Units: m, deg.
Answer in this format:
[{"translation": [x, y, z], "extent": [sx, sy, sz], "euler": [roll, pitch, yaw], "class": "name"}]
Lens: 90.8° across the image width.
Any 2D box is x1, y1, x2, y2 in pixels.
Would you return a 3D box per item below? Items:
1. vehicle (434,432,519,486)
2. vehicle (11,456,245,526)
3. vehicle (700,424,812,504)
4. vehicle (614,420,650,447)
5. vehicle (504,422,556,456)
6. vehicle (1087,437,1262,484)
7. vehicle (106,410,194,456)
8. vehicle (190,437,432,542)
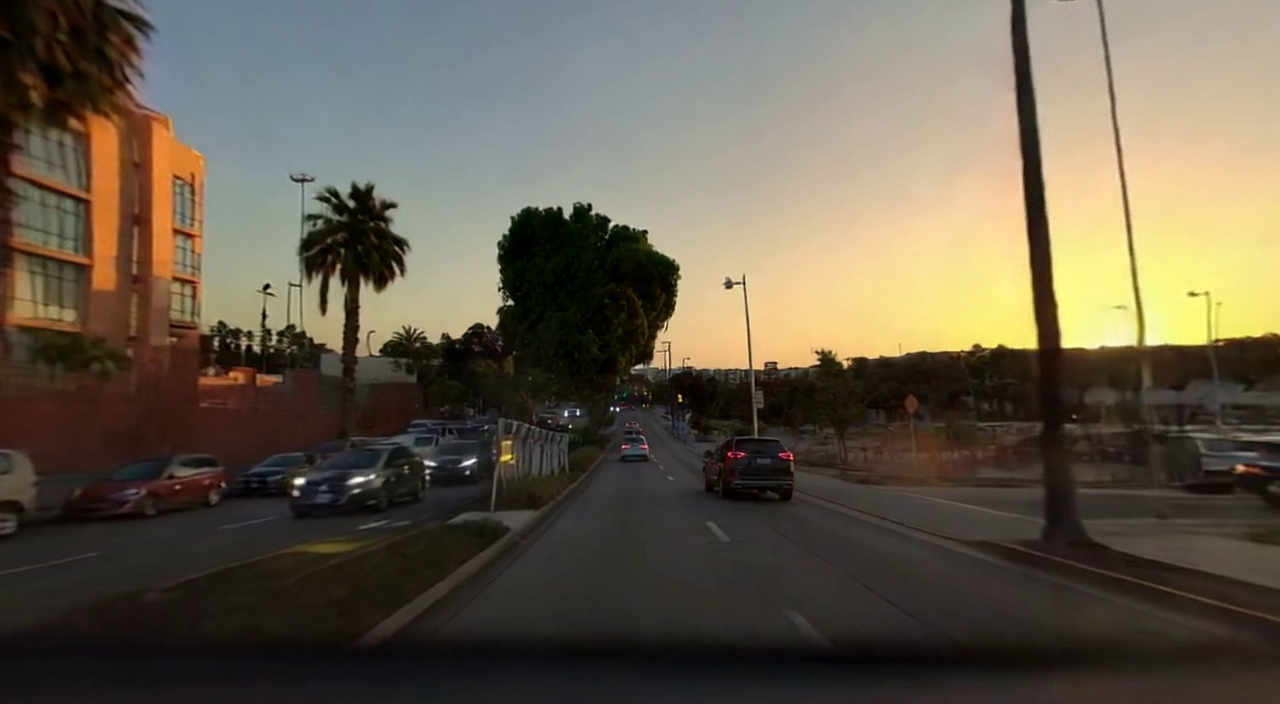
[{"translation": [-6.248, 4.144, 24.802], "extent": [2.138, 1.858, 4.788], "euler": [0, -8, -1], "class": "vehicle"}, {"translation": [-12.095, 3.275, 15.449], "extent": [2.019, 1.345, 4.444], "euler": [0, -8, 0], "class": "vehicle"}, {"translation": [2.939, 2.952, 17.036], "extent": [1.995, 1.858, 4.333], "euler": [0, -8, -3], "class": "vehicle"}, {"translation": [-0.582, 5.312, 40.926], "extent": [2.196, 1.655, 3.939], "euler": [0, -8, -3], "class": "vehicle"}, {"translation": [-6.385, 5.172, 37.294], "extent": [2.295, 1.837, 4.680], "euler": [0, -8, -1], "class": "vehicle"}, {"translation": [20.327, 4.117, 24.212], "extent": [4.540, 1.386, 2.337], "euler": [-4, -9, -1], "class": "vehicle"}, {"translation": [-21.635, 3.561, 27.873], "extent": [3.716, 1.517, 1.826], "euler": [3, -7, 35], "class": "vehicle"}, {"translation": [-5.798, 2.449, 12.021], "extent": [2.168, 1.572, 4.635], "euler": [0, -8, -1], "class": "vehicle"}]
